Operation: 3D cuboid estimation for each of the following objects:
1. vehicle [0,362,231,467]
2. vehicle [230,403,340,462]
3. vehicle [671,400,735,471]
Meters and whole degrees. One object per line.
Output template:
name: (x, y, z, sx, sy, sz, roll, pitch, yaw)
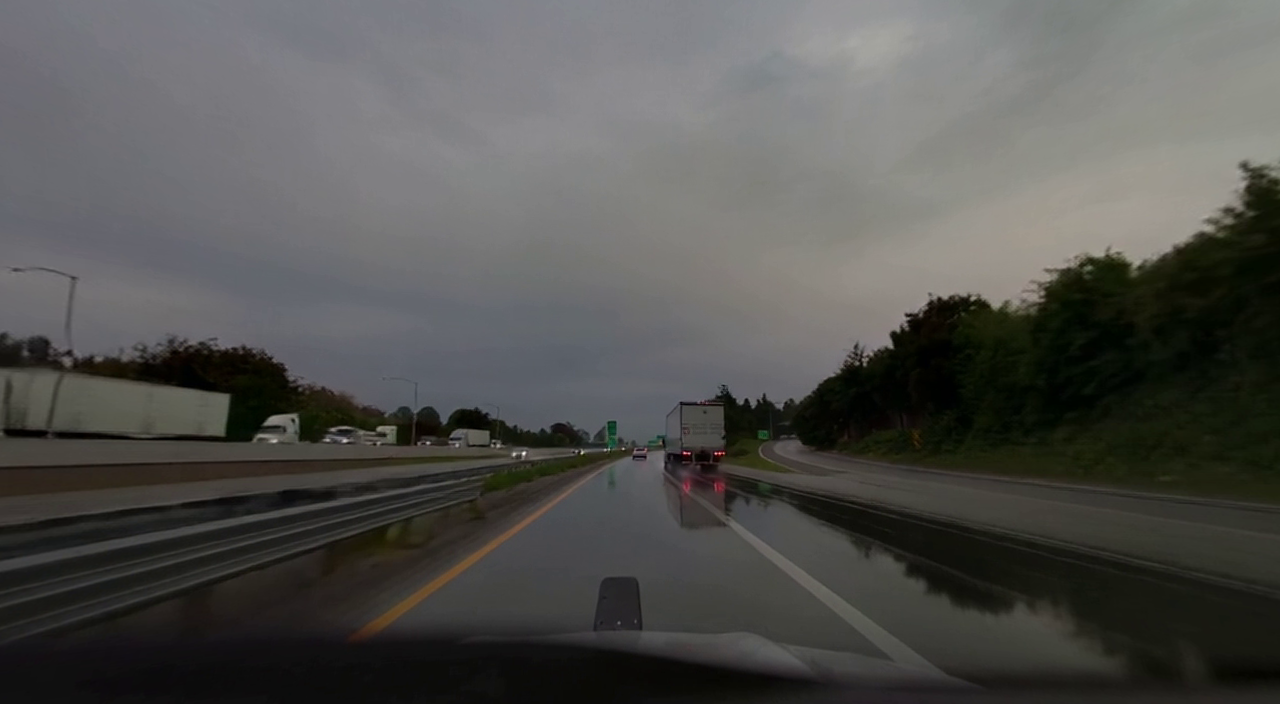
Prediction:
vehicle: (-26.453, 3.496, 31.307, 2.964, 4.069, 13.685, 0, -9, 0)
vehicle: (-26.221, 6.187, 47.232, 2.933, 3.877, 9.896, 0, -9, -3)
vehicle: (3.981, 5.850, 43.221, 3.185, 4.154, 12.638, 0, -9, 0)
